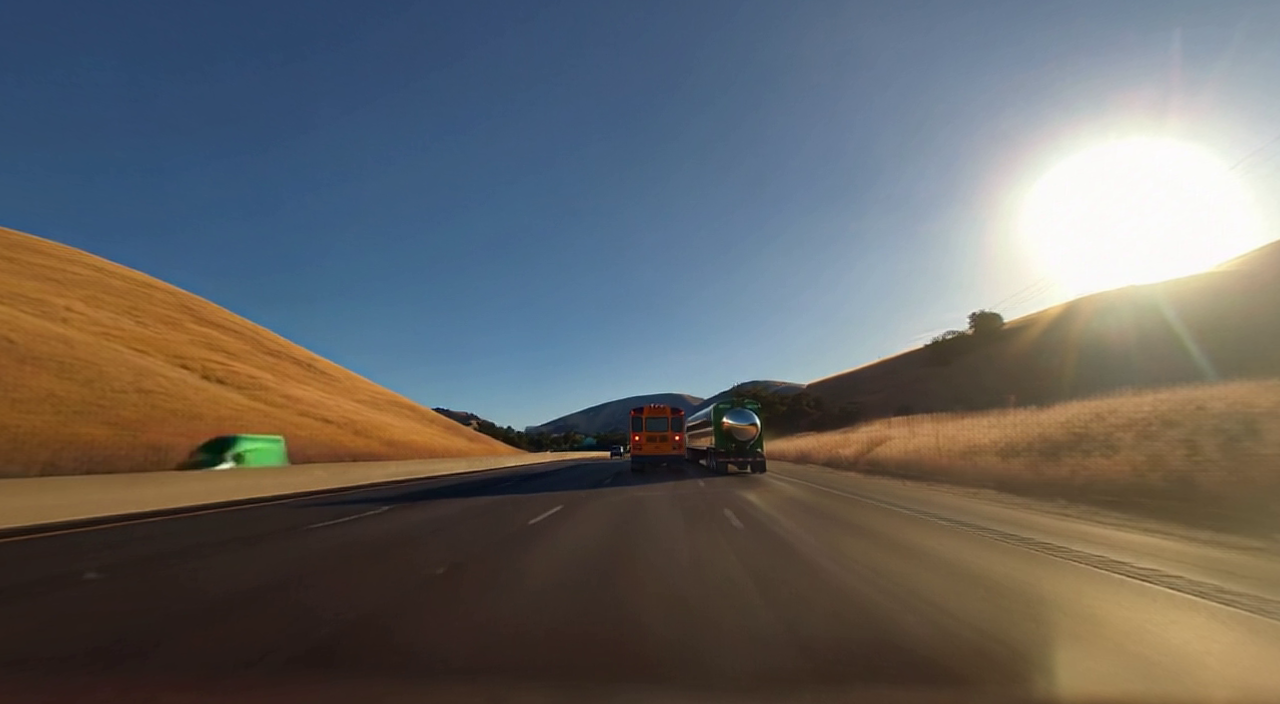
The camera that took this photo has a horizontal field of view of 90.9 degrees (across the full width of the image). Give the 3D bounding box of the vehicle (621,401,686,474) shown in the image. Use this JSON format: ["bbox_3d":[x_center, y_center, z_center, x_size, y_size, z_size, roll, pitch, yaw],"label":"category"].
[{"bbox_3d":[0.810,4.605,33.682,2.948,3.265,10.569,0,-8,2],"label":"vehicle"}]

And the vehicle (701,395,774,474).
[{"bbox_3d":[4.898,4.364,33.113,2.716,3.705,7.018,0,-8,0],"label":"vehicle"}]

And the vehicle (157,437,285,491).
[{"bbox_3d":[-21.045,5.626,32.115,2.252,2.460,5.895,0,-8,2],"label":"vehicle"}]
